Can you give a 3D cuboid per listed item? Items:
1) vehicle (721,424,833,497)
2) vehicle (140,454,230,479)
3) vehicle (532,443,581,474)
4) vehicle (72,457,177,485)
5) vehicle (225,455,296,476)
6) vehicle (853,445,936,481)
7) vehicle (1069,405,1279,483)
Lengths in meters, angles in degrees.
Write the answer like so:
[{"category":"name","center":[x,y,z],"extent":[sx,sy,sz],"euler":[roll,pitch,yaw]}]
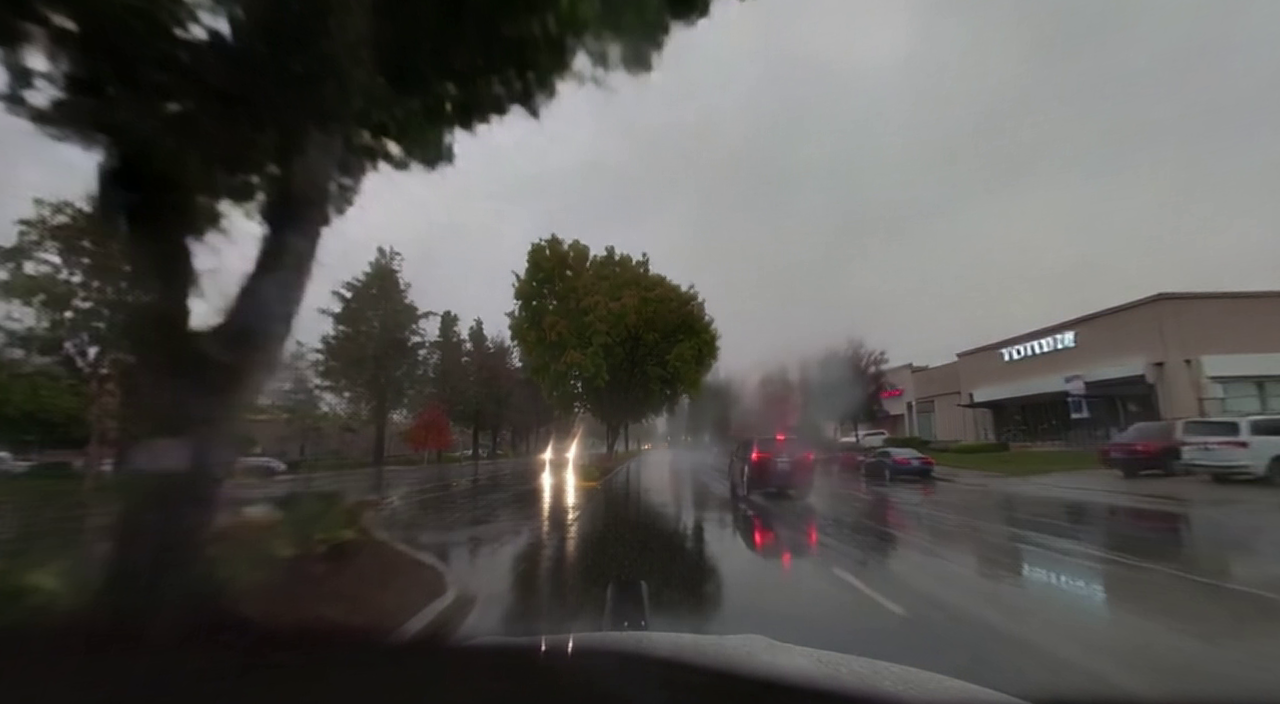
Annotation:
[{"category":"vehicle","center":[3.778,3.107,18.348],"extent":[2.183,1.845,4.482],"euler":[0,-8,-1]},{"category":"vehicle","center":[-29.739,7.470,41.271],"extent":[4.306,1.459,2.001],"euler":[-1,-8,0]},{"category":"vehicle","center":[-4.254,5.480,32.796],"extent":[2.031,1.478,4.434],"euler":[0,-8,-1]},{"category":"vehicle","center":[-29.188,6.733,35.762],"extent":[4.246,1.457,1.889],"euler":[0,-8,1]},{"category":"vehicle","center":[-29.607,8.849,49.253],"extent":[4.225,1.389,2.034],"euler":[-2,-7,2]},{"category":"vehicle","center":[10.962,4.781,27.466],"extent":[1.847,1.445,4.281],"euler":[0,-8,0]},{"category":"vehicle","center":[15.423,2.627,18.081],"extent":[2.139,1.881,5.511],"euler":[0,-8,-2]}]
